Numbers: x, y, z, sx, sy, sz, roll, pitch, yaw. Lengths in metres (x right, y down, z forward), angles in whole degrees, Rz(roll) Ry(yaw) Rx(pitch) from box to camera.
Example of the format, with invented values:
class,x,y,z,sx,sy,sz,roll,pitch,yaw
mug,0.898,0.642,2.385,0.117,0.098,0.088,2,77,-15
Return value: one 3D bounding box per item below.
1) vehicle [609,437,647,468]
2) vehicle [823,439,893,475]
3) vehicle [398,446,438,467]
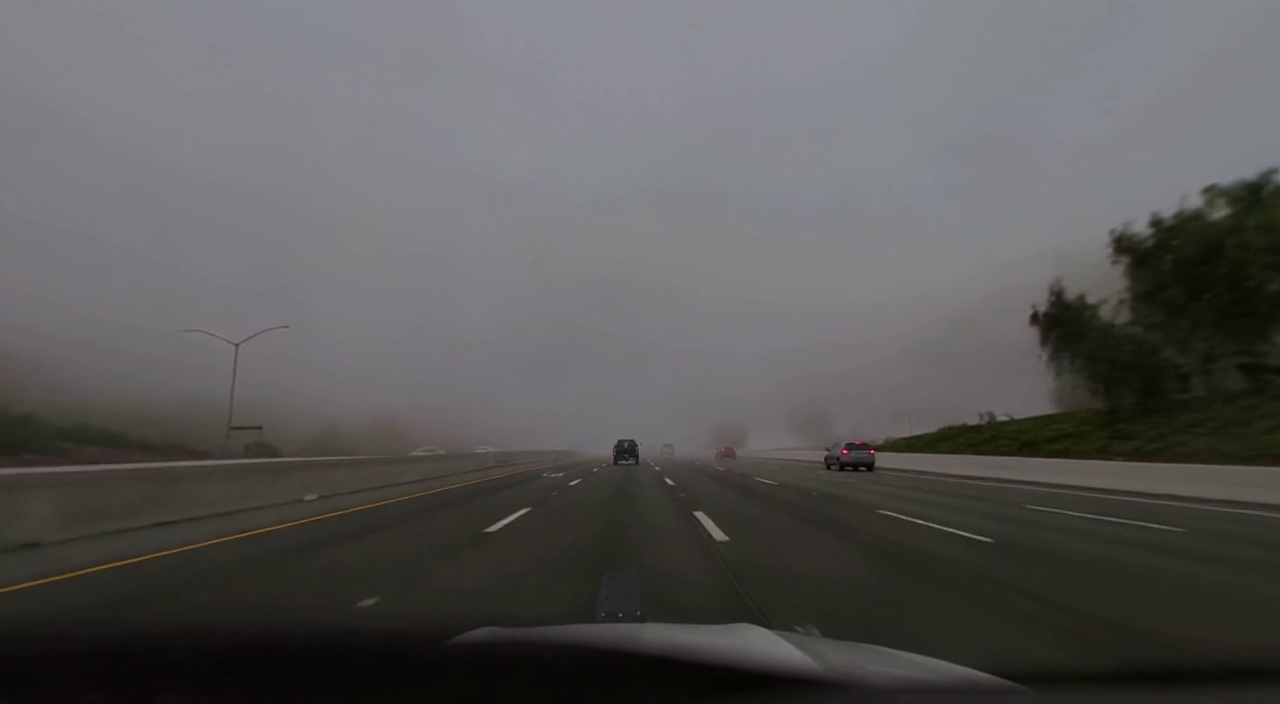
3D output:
class,x,y,z,sx,sy,sz,roll,pitch,yaw
vehicle,-0.726,6.066,38.168,2.121,1.739,4.087,0,-8,-1
vehicle,11.099,5.355,32.462,1.912,1.673,4.438,0,-8,-1
vehicle,-14.915,7.027,42.652,1.486,1.365,3.227,0,-8,1
